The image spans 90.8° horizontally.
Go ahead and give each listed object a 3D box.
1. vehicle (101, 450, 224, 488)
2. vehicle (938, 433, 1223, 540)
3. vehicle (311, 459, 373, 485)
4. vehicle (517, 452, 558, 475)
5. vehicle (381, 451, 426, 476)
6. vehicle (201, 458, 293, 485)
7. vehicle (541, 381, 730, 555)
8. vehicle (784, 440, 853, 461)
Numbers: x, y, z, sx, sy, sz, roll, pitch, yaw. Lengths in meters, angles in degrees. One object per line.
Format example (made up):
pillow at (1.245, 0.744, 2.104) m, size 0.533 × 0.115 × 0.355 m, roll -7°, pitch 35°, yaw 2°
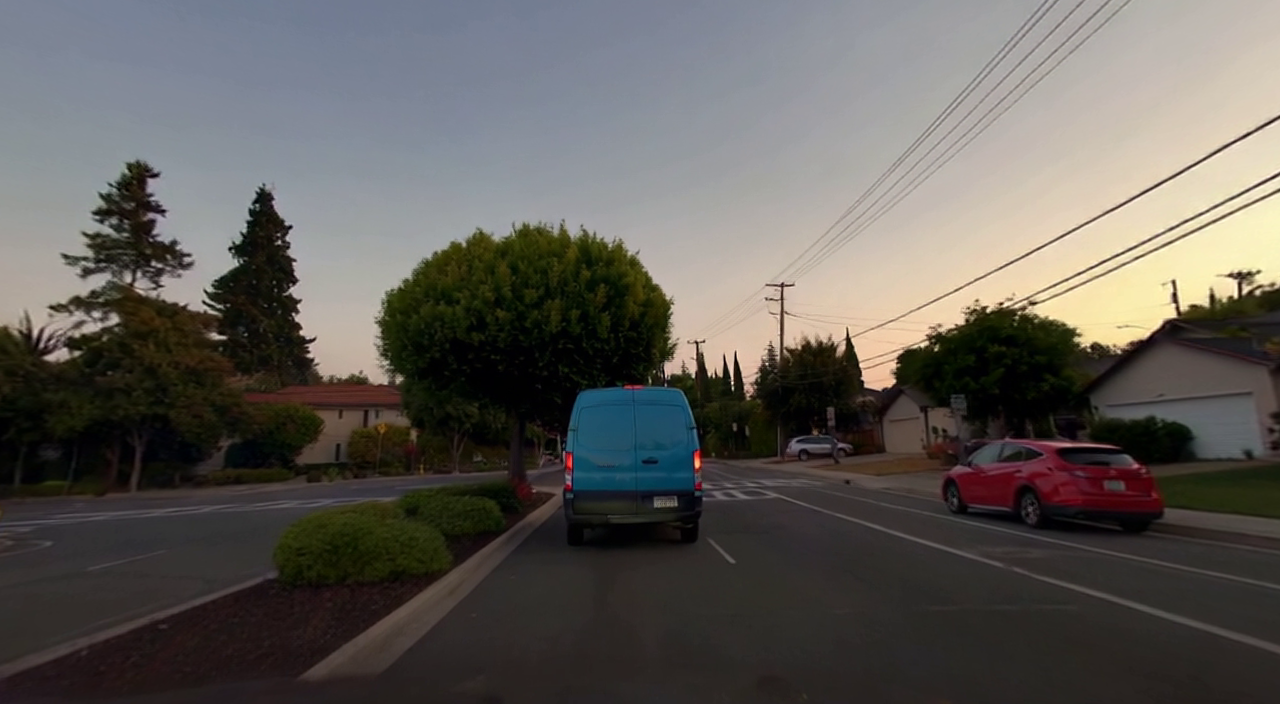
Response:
vehicle at (-26.882, 6.597, 35.700) m, size 5.026 × 2.017 × 2.215 m, roll 0°, pitch -9°, yaw -1°
vehicle at (7.347, 2.247, 11.221) m, size 1.883 × 1.504 × 4.220 m, roll 0°, pitch -9°, yaw -2°
vehicle at (-18.379, 7.414, 39.154) m, size 1.816 × 1.445 × 4.120 m, roll 0°, pitch -9°, yaw 1°
vehicle at (-7.100, 7.758, 44.258) m, size 1.962 × 1.481 × 4.434 m, roll -1°, pitch -9°, yaw 3°
vehicle at (-17.958, 8.449, 48.216) m, size 1.841 × 1.769 × 4.105 m, roll 0°, pitch -9°, yaw -1°
vehicle at (-27.327, 8.332, 44.095) m, size 4.972 × 1.776 × 2.057 m, roll 0°, pitch -9°, yaw -1°
vehicle at (-0.206, 1.799, 10.369) m, size 2.342 × 2.142 × 4.809 m, roll 0°, pitch -9°, yaw -4°
vehicle at (13.034, 7.237, 46.302) m, size 4.483 × 1.463 × 1.805 m, roll 0°, pitch -9°, yaw 0°
